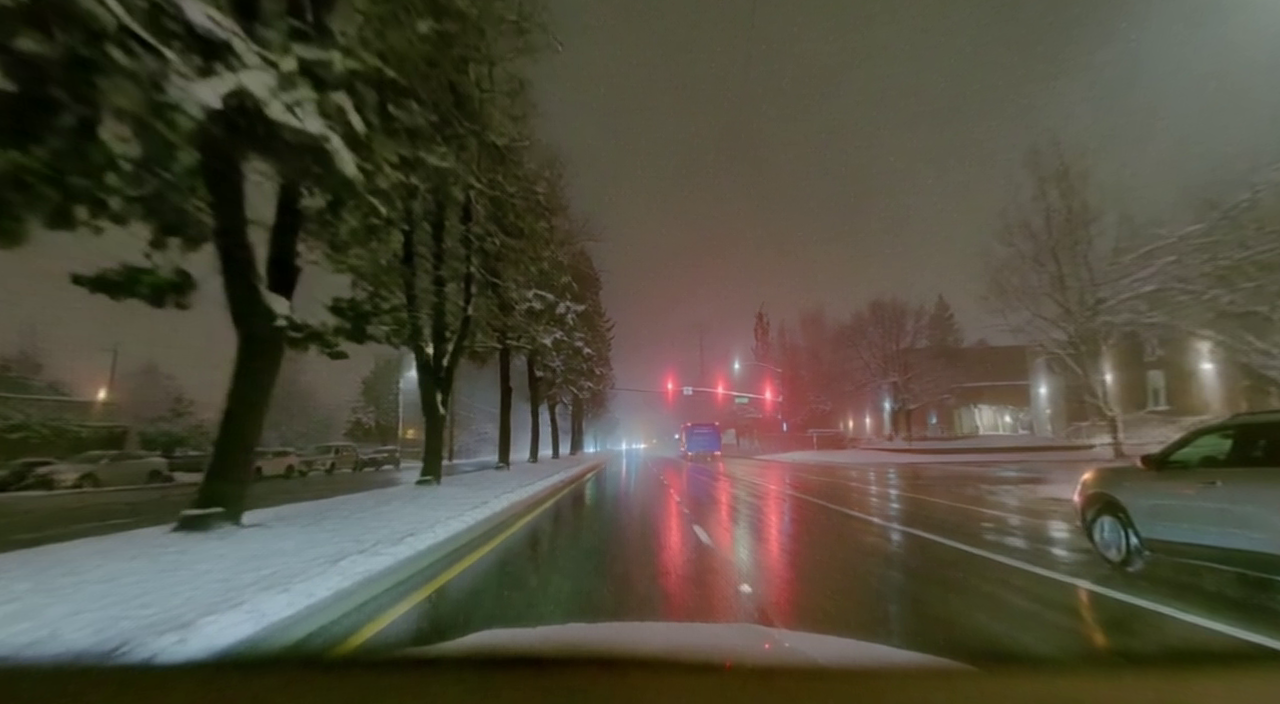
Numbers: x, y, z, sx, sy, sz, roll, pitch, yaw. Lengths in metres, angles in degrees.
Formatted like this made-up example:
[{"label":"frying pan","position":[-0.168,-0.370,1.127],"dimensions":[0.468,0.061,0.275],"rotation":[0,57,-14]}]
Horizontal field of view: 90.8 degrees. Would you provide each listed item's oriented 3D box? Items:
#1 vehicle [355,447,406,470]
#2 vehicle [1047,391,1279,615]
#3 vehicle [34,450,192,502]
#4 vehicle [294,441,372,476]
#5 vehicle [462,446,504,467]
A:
[{"label":"vehicle","position":[-19.609,8.058,47.936],"dimensions":[2.060,1.665,4.282],"rotation":[0,-8,-1]},{"label":"vehicle","position":[6.072,1.252,5.413],"dimensions":[2.012,1.754,4.635],"rotation":[0,-8,0]},{"label":"vehicle","position":[-19.573,4.579,23.802],"dimensions":[1.985,1.667,4.622],"rotation":[0,-8,-1]},{"label":"vehicle","position":[-19.680,6.819,40.805],"dimensions":[2.281,2.035,5.418],"rotation":[0,-8,0]},{"label":"vehicle","position":[-11.698,7.787,47.406],"dimensions":[1.888,1.480,4.644],"rotation":[0,-8,0]}]
